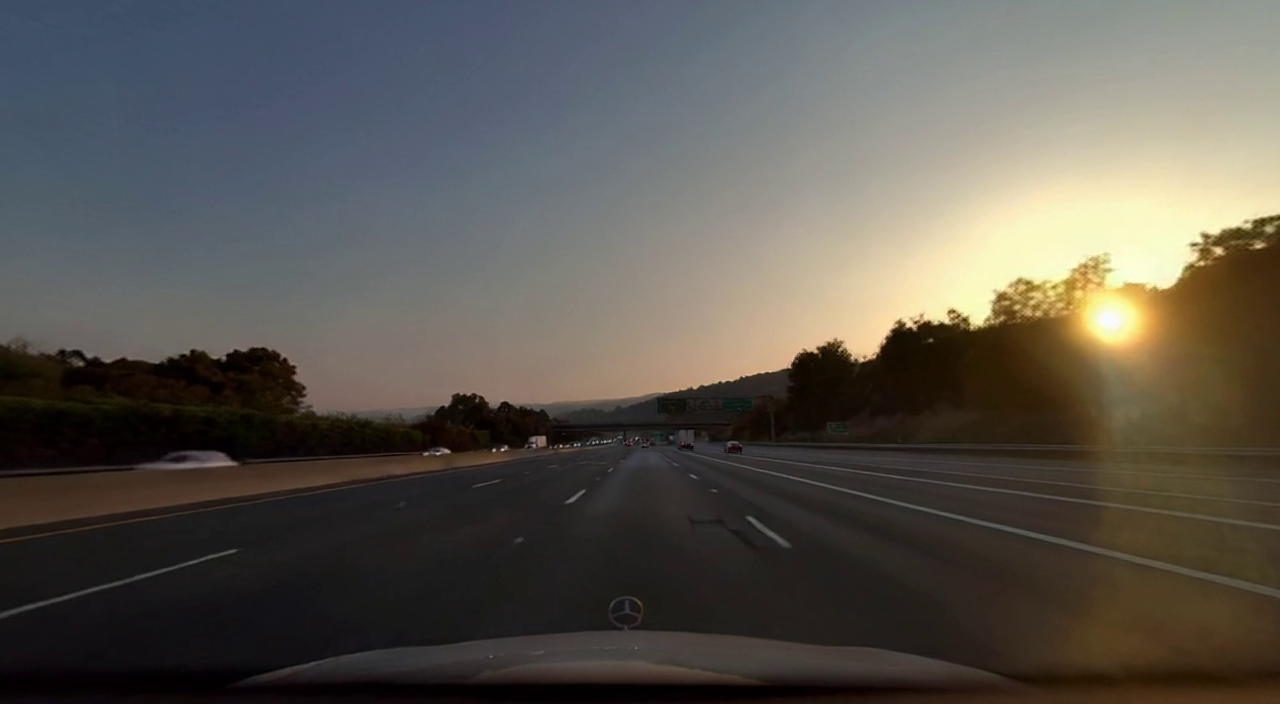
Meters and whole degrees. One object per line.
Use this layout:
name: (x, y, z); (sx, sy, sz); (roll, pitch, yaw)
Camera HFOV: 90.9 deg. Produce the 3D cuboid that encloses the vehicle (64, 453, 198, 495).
vehicle: (-20.403, 4.886, 25.574); (1.831, 1.468, 4.299); (0, -8, 0)
